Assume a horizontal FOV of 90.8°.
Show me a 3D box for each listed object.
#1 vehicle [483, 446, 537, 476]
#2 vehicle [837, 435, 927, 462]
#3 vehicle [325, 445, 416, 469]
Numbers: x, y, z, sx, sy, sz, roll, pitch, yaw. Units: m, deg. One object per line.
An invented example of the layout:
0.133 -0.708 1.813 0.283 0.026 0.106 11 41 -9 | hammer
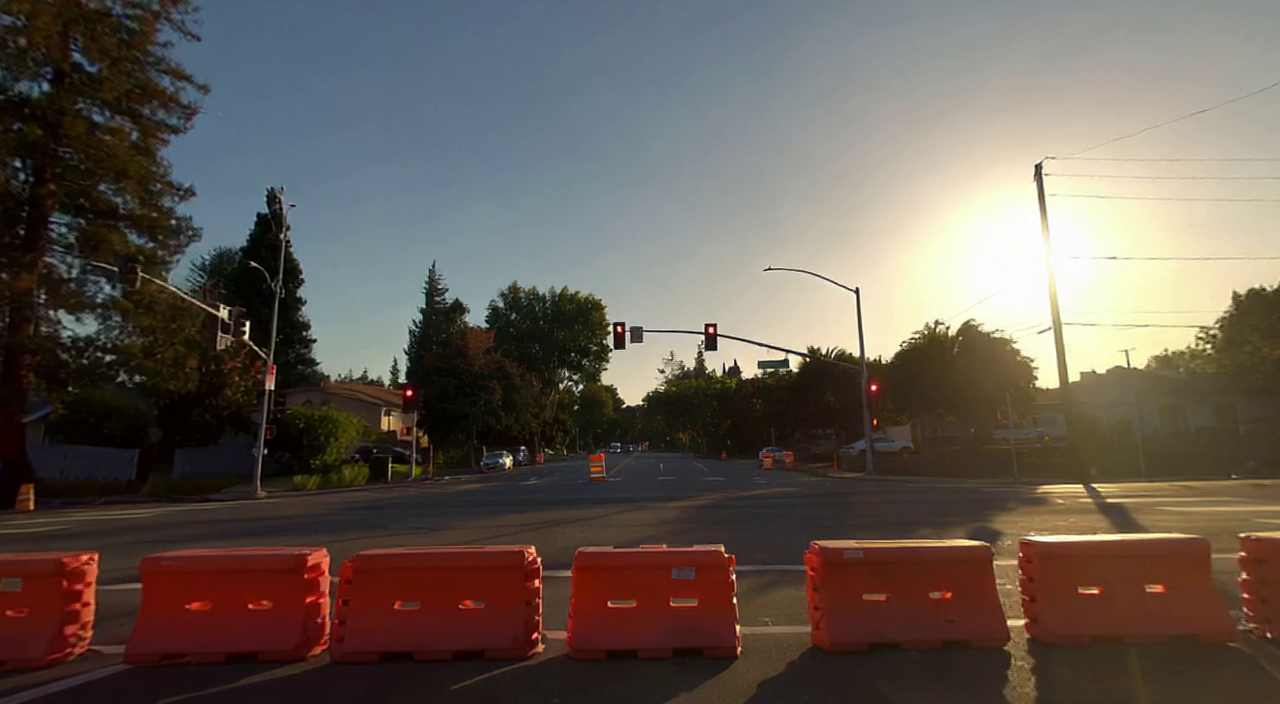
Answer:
-6.598 5.543 32.411 1.881 1.452 4.121 0 -8 0 | vehicle
15.380 6.172 40.327 4.892 1.656 1.856 0 -8 0 | vehicle
-16.388 6.384 38.610 4.713 1.409 1.918 0 -8 -2 | vehicle
